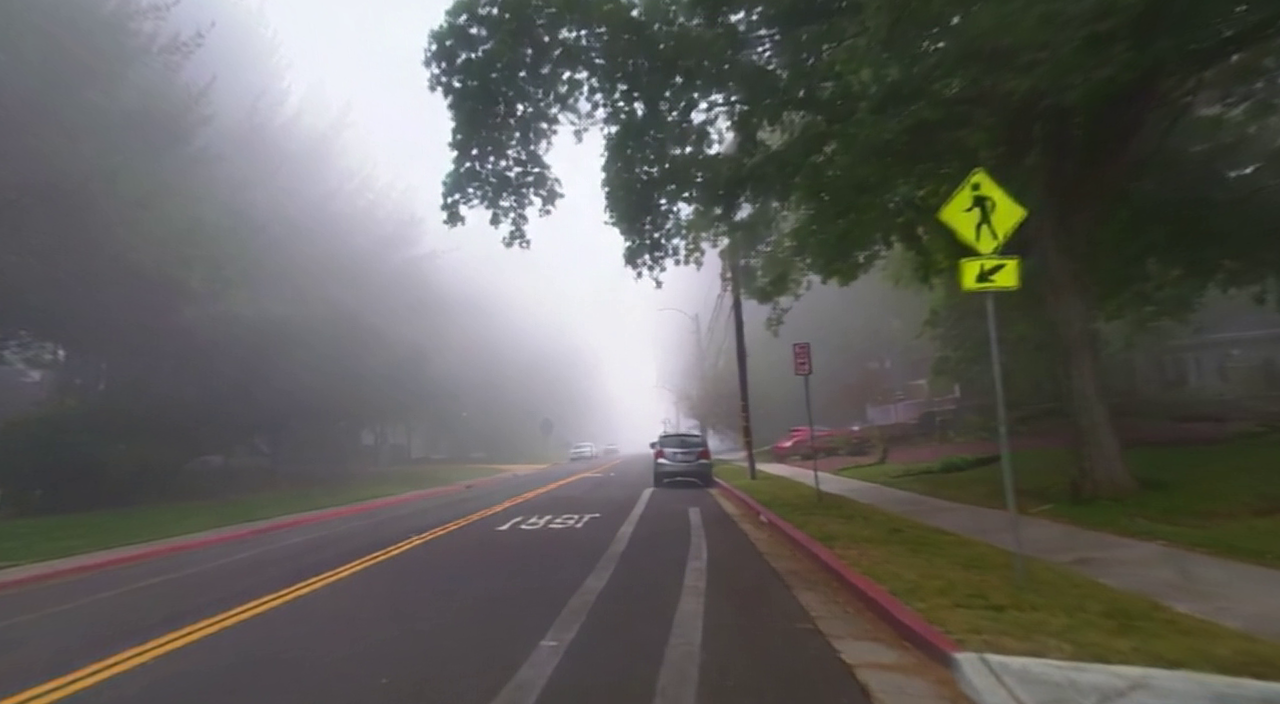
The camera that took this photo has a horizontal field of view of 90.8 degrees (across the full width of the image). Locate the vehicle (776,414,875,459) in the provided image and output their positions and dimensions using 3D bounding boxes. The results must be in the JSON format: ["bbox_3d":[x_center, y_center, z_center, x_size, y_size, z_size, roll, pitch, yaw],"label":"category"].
[{"bbox_3d":[9.071,4.126,30.898,4.390,1.696,1.954,-2,-7,-29],"label":"vehicle"}]

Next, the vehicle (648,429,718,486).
[{"bbox_3d":[1.445,3.682,22.294,2.204,1.776,4.262,-1,-8,2],"label":"vehicle"}]
